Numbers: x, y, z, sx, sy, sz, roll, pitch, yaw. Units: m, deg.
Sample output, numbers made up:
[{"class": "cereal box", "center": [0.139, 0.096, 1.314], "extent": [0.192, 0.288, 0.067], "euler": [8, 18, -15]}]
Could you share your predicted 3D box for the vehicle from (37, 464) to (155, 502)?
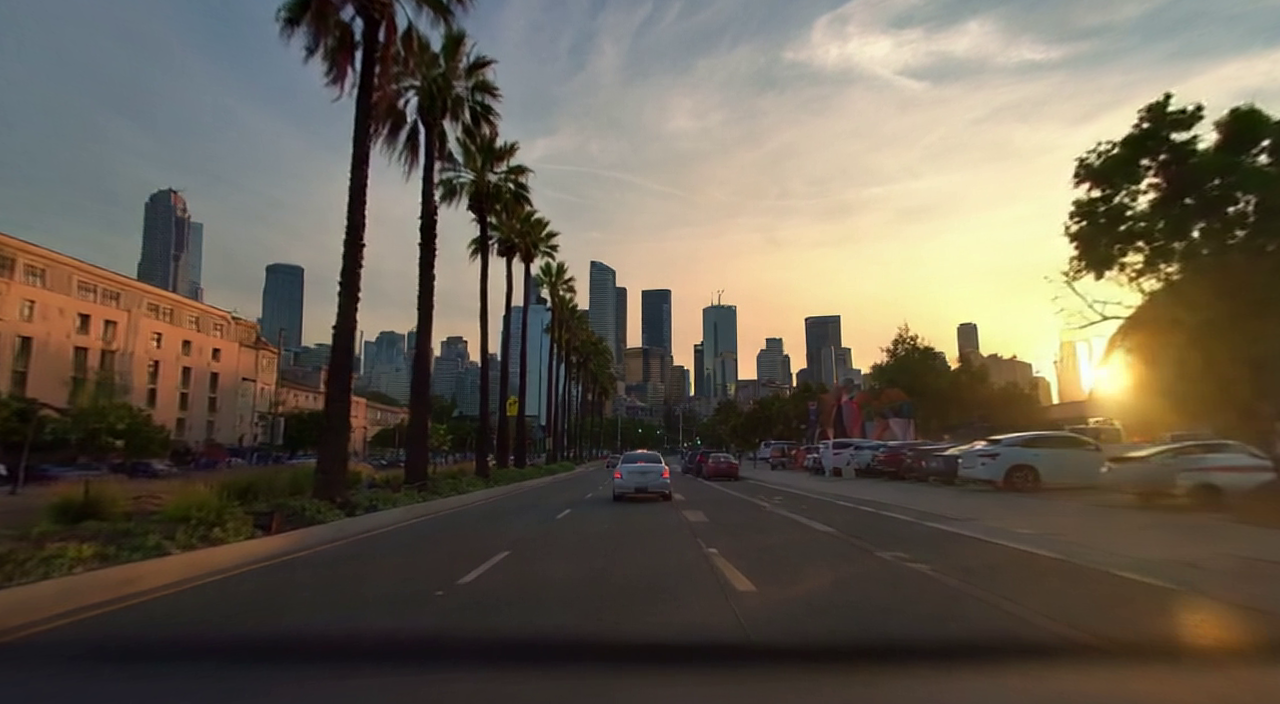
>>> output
[{"class": "vehicle", "center": [-26.569, 6.375, 30.965], "extent": [1.913, 1.604, 4.331], "euler": [0, -9, 0]}]

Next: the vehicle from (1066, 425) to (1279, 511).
[{"class": "vehicle", "center": [12.909, 2.597, 14.388], "extent": [4.696, 1.776, 2.253], "euler": [0, -9, -3]}]

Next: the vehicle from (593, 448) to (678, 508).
[{"class": "vehicle", "center": [-0.082, 3.611, 18.486], "extent": [2.235, 1.528, 3.876], "euler": [0, -9, 1]}]

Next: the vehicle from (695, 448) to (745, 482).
[{"class": "vehicle", "center": [4.422, 6.304, 35.479], "extent": [2.136, 1.774, 4.778], "euler": [0, -9, 0]}]

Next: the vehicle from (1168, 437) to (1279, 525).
[{"class": "vehicle", "center": [13.054, 2.364, 11.798], "extent": [4.363, 1.488, 2.248], "euler": [1, -9, -3]}]
